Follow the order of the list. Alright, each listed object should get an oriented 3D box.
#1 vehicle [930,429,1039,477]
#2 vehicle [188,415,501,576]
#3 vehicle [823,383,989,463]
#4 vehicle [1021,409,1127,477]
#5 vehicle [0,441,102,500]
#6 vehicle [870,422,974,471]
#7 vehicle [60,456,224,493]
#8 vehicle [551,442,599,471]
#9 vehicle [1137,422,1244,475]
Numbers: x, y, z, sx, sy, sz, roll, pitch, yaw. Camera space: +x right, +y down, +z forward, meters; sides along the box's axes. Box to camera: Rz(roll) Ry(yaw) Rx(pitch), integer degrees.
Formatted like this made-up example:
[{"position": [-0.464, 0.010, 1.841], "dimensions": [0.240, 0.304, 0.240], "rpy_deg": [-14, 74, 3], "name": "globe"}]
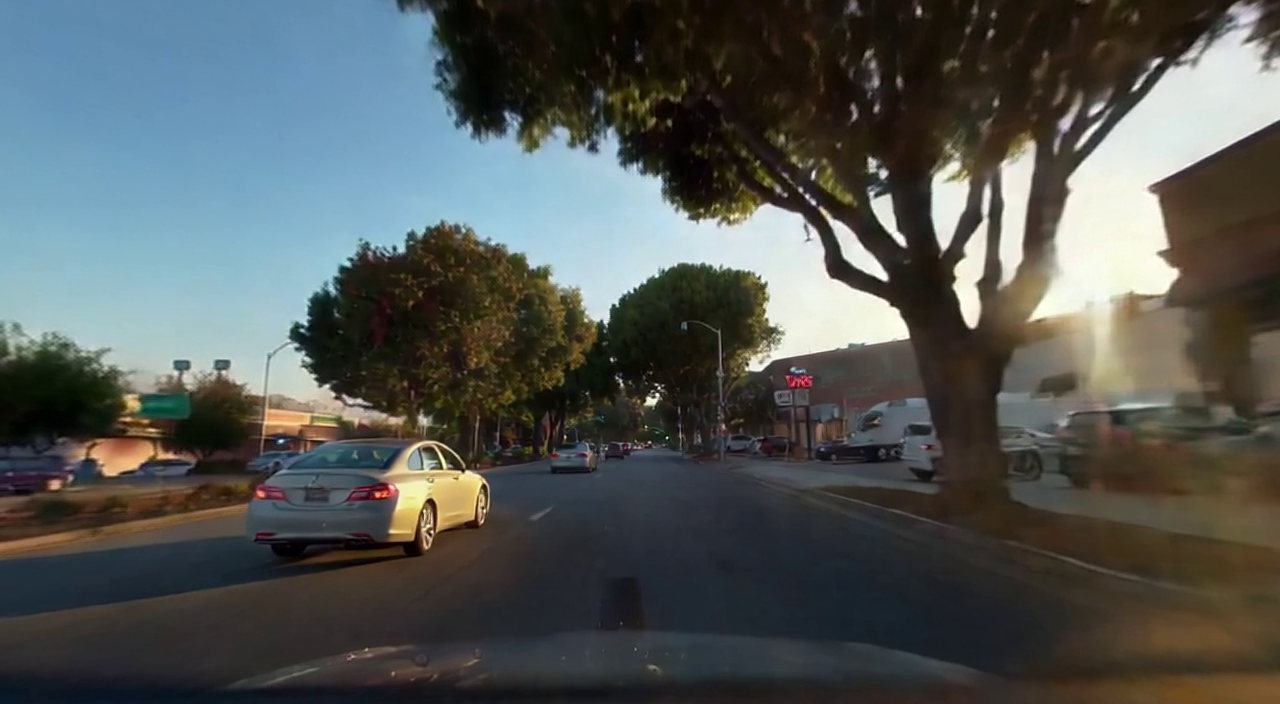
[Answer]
[{"position": [12.368, 3.583, 22.541], "dimensions": [2.090, 1.501, 4.732], "rpy_deg": [-8, -12, 43], "name": "vehicle"}, {"position": [-3.577, 1.839, 8.898], "dimensions": [2.126, 1.655, 4.560], "rpy_deg": [0, -9, 1], "name": "vehicle"}, {"position": [15.570, 4.262, 37.509], "dimensions": [8.300, 4.310, 2.832], "rpy_deg": [-2, -9, 1], "name": "vehicle"}, {"position": [14.825, 3.103, 21.485], "dimensions": [2.031, 2.064, 4.681], "rpy_deg": [-9, -12, 44], "name": "vehicle"}, {"position": [-25.484, 4.761, 25.219], "dimensions": [2.214, 2.238, 6.591], "rpy_deg": [-4, -9, 1], "name": "vehicle"}, {"position": [11.911, 3.967, 26.486], "dimensions": [5.297, 1.843, 2.097], "rpy_deg": [8, -12, -44], "name": "vehicle"}, {"position": [-25.326, 6.260, 32.723], "dimensions": [2.650, 1.471, 7.080], "rpy_deg": [-3, -9, 2], "name": "vehicle"}, {"position": [-3.390, 5.557, 33.761], "dimensions": [1.955, 1.461, 4.396], "rpy_deg": [0, -9, 1], "name": "vehicle"}, {"position": [18.763, 3.264, 21.474], "dimensions": [4.374, 1.588, 2.068], "rpy_deg": [8, -11, -41], "name": "vehicle"}]
